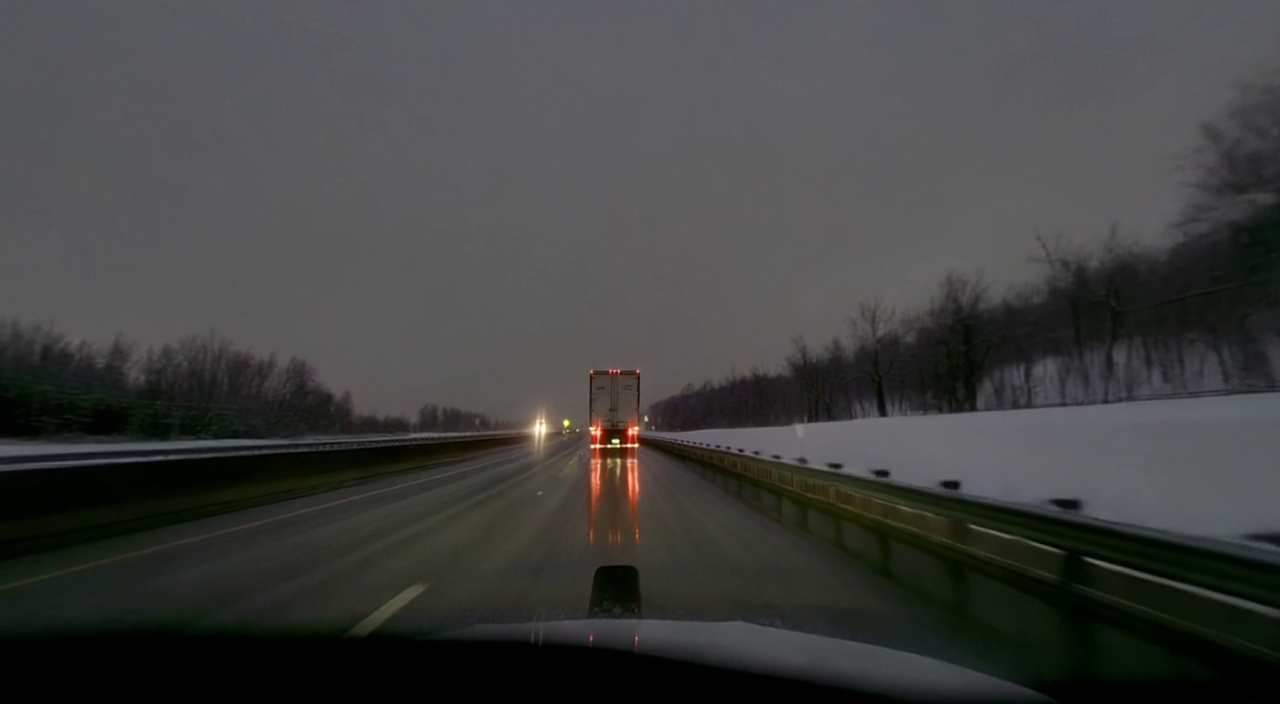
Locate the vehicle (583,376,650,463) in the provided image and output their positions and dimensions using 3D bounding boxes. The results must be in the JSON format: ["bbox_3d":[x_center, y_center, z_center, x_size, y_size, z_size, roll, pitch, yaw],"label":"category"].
[{"bbox_3d":[-1.343,3.768,34.130,3.023,3.965,10.402,0,-8,-3],"label":"vehicle"}]
